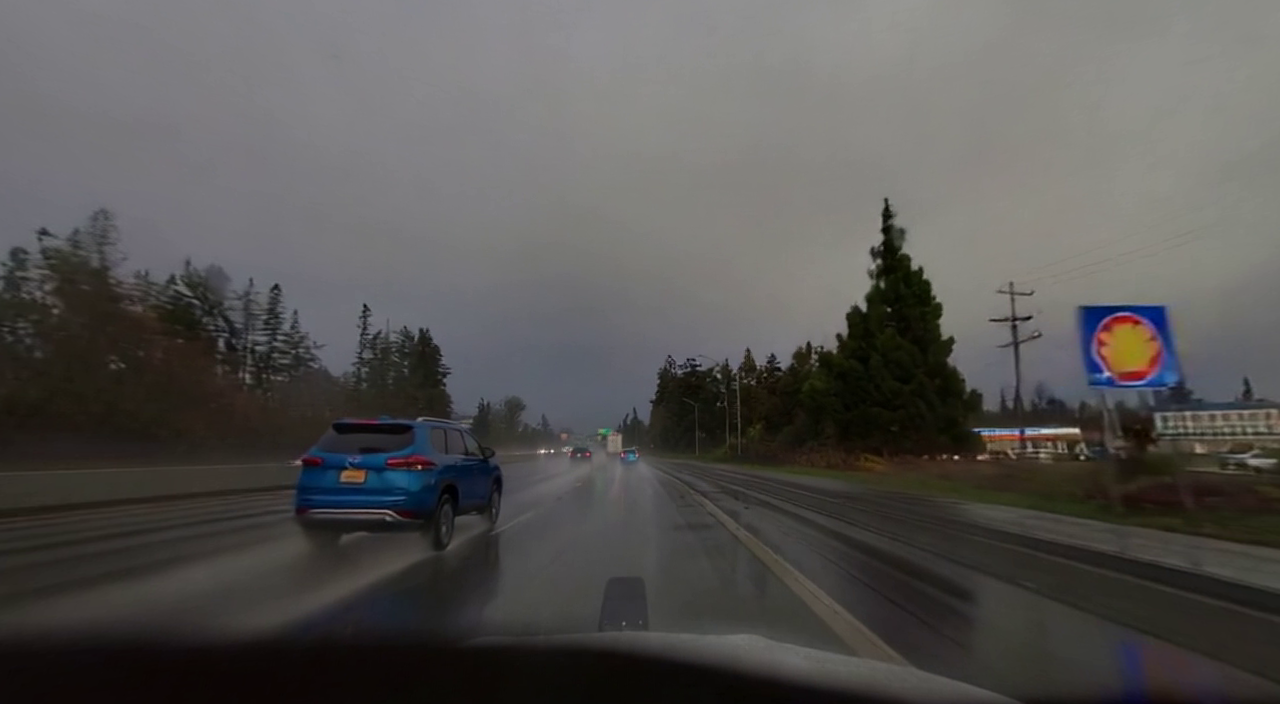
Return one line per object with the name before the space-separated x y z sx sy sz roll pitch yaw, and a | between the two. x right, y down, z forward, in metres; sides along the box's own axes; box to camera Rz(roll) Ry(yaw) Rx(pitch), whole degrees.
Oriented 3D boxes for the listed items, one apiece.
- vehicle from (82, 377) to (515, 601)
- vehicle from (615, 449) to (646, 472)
vehicle | -3.805 1.724 9.029 2.694 2.081 6.099 0 -8 1
vehicle | -0.714 7.561 44.172 1.982 1.524 3.800 0 -8 -4
